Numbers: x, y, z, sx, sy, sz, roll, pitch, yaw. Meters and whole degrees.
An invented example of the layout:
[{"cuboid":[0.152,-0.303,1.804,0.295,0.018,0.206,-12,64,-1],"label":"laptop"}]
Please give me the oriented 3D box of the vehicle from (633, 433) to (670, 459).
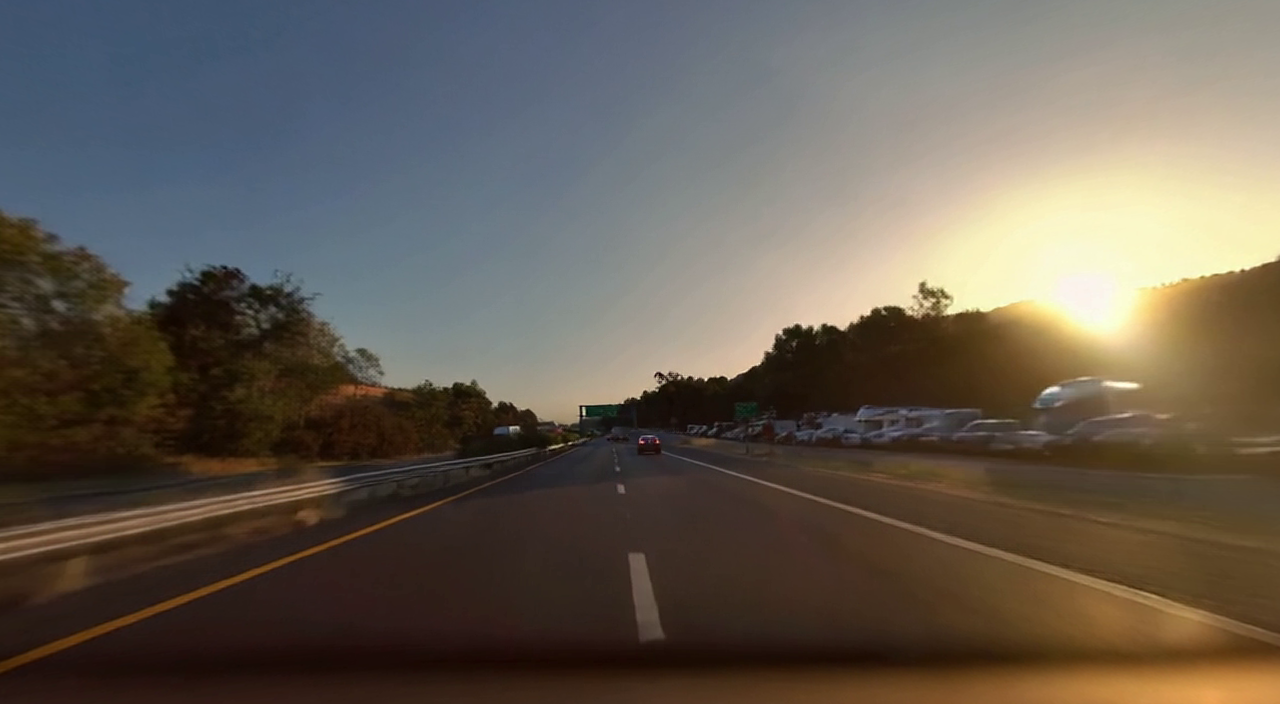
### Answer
[{"cuboid":[0.670,5.961,40.052,2.037,1.504,4.248,0,-8,-3],"label":"vehicle"}]
